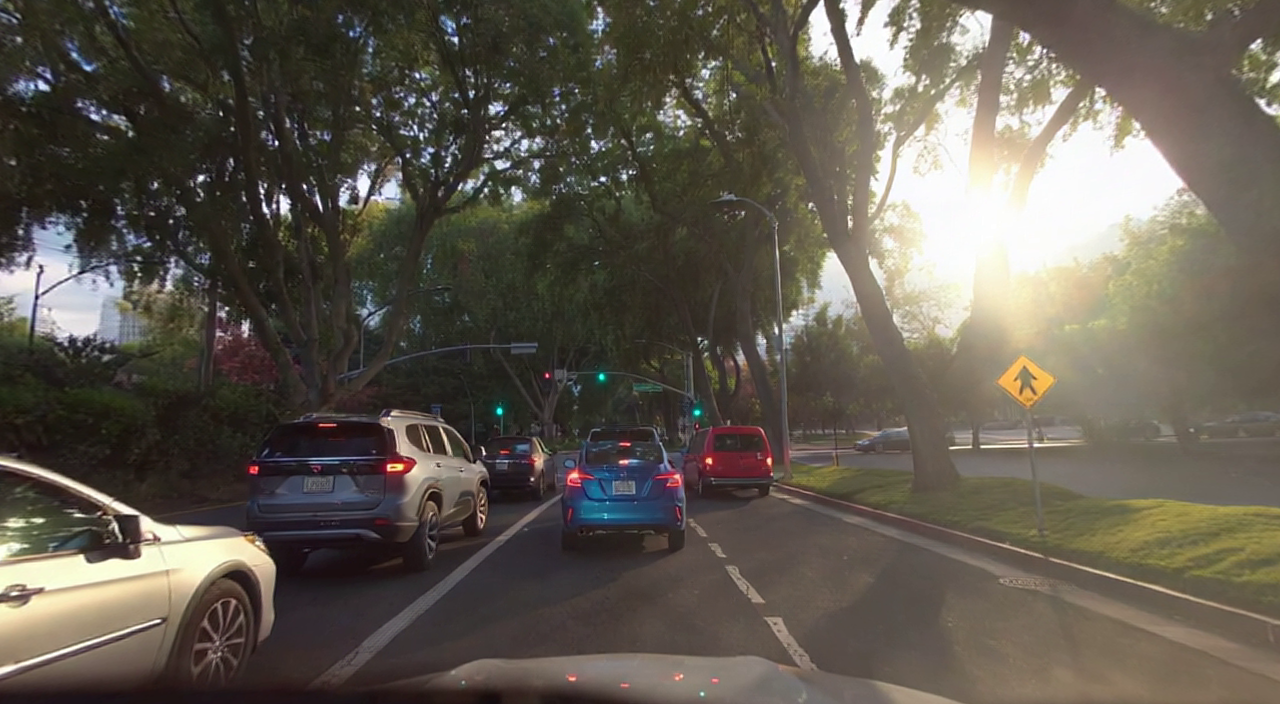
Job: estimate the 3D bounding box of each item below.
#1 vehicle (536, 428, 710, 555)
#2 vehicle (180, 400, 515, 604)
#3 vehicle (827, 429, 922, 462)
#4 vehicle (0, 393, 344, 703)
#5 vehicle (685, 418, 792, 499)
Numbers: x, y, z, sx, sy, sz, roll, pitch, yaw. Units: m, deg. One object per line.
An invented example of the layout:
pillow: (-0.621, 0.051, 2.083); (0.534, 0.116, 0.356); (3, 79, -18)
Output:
vehicle: (-0.253, 1.919, 9.345); (2.025, 1.453, 3.848); (0, -8, -2)
vehicle: (-2.893, 1.573, 7.451); (1.964, 1.712, 4.097); (0, -8, 0)
vehicle: (11.374, 4.555, 30.697); (3.883, 1.534, 1.779); (0, -8, 2)
vehicle: (-2.914, 0.833, 1.620); (1.974, 1.484, 4.716); (0, -8, 0)
vehicle: (2.450, 2.816, 16.921); (2.059, 1.864, 4.541); (0, -8, -1)
